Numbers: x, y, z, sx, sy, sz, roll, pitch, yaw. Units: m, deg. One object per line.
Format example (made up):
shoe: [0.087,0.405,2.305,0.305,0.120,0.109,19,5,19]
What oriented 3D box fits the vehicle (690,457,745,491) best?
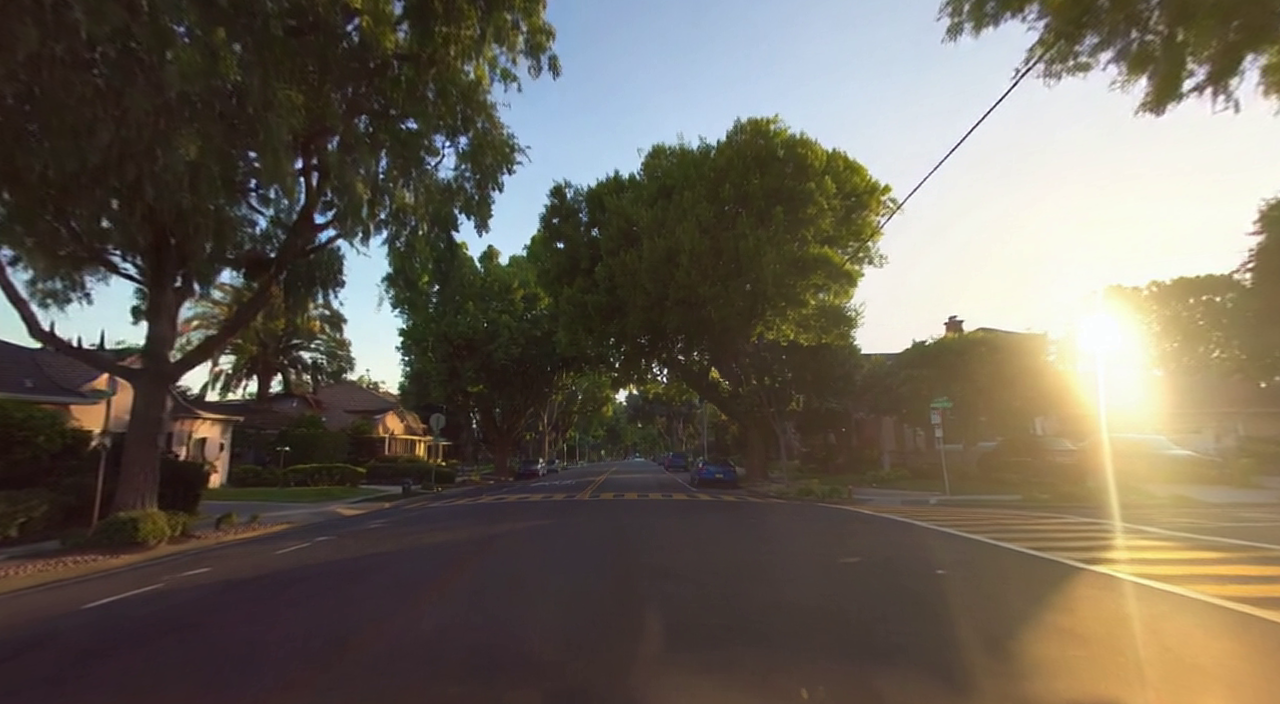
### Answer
vehicle: [3.628,5.810,30.436,1.961,1.472,4.434,0,-9,-2]
